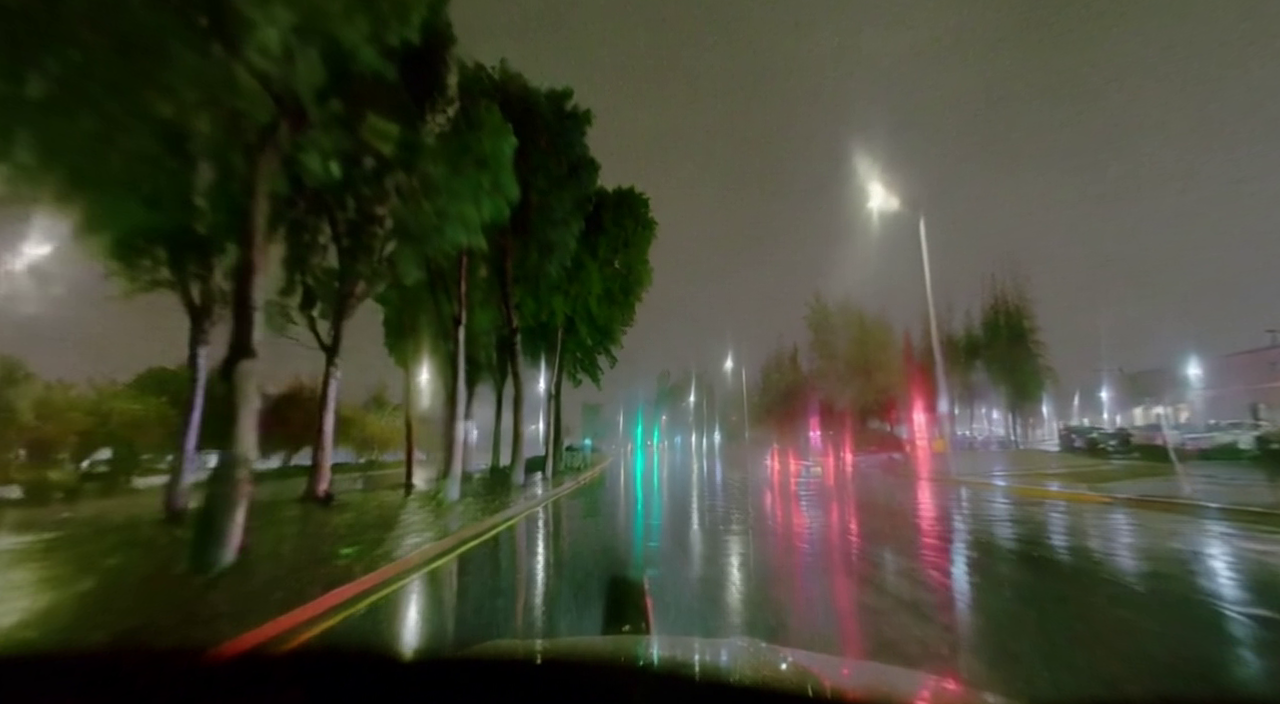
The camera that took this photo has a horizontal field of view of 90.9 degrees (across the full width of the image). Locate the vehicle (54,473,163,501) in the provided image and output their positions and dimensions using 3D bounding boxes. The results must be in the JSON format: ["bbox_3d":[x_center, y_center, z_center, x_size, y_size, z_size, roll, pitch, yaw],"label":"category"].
[{"bbox_3d":[-32.063,8.135,38.155,4.540,1.469,1.933,3,-9,-19],"label":"vehicle"}]

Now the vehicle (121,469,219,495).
[{"bbox_3d":[-30.854,8.522,41.548,4.735,1.468,2.047,3,-9,-25],"label":"vehicle"}]

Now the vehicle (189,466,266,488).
[{"bbox_3d":[-30.901,9.371,47.303,4.377,1.424,1.936,3,-9,-17],"label":"vehicle"}]
